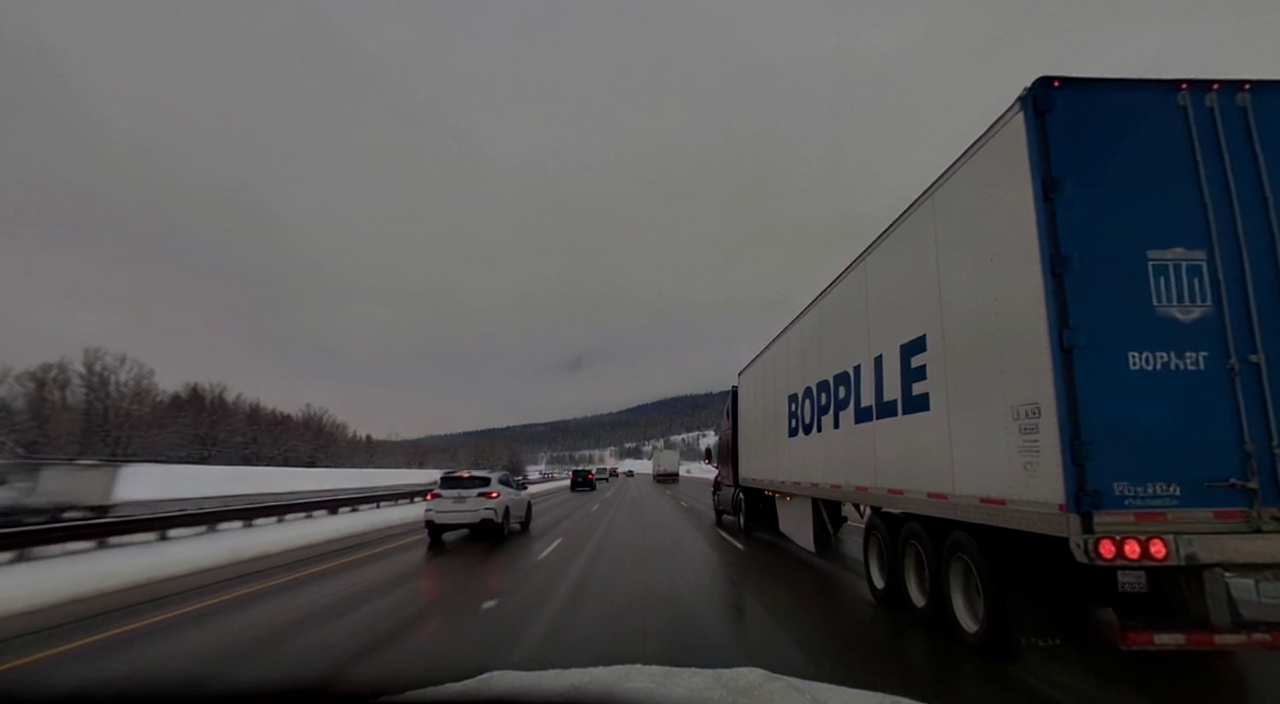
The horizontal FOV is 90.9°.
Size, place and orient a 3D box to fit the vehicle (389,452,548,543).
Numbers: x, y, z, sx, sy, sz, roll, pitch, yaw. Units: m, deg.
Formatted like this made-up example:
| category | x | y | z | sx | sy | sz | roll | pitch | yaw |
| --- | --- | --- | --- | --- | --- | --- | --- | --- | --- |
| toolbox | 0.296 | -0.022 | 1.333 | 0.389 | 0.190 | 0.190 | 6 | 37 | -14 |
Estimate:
| category | x | y | z | sx | sy | sz | roll | pitch | yaw |
| --- | --- | --- | --- | --- | --- | --- | --- | --- | --- |
| vehicle | -3.277 | 2.912 | 13.055 | 2.021 | 1.505 | 4.286 | 1 | -11 | 1 |

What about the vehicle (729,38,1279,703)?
| category | x | y | z | sx | sy | sz | roll | pitch | yaw |
| --- | --- | --- | --- | --- | --- | --- | --- | --- | --- |
| vehicle | 4.007 | 1.302 | 10.564 | 2.839 | 4.062 | 14.051 | 1 | -11 | -1 |

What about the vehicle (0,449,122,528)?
| category | x | y | z | sx | sy | sz | roll | pitch | yaw |
| --- | --- | --- | --- | --- | --- | --- | --- | --- | --- |
| vehicle | -15.867 | 3.344 | 15.610 | 2.034 | 1.807 | 4.614 | 1 | -11 | 0 |

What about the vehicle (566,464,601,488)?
| category | x | y | z | sx | sy | sz | roll | pitch | yaw |
| --- | --- | --- | --- | --- | --- | --- | --- | --- | --- |
| vehicle | -4.049 | 9.052 | 46.106 | 2.088 | 1.566 | 4.853 | 1 | -11 | 0 |
